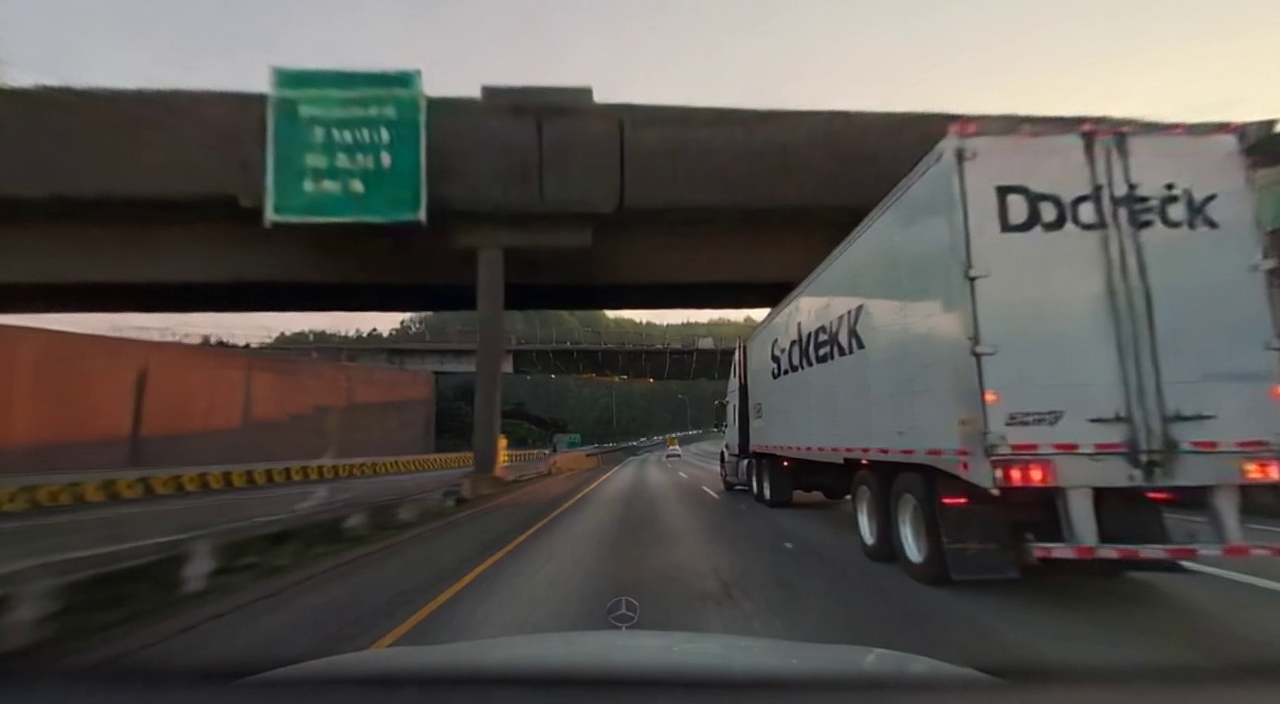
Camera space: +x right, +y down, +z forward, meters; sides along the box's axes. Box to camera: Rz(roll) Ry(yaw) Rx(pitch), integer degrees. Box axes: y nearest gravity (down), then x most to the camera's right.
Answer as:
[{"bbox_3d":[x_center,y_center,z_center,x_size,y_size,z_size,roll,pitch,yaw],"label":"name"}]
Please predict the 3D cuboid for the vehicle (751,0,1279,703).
[{"bbox_3d":[3.768,0.438,7.742,3.025,4.010,9.542,0,-9,0],"label":"vehicle"}]
